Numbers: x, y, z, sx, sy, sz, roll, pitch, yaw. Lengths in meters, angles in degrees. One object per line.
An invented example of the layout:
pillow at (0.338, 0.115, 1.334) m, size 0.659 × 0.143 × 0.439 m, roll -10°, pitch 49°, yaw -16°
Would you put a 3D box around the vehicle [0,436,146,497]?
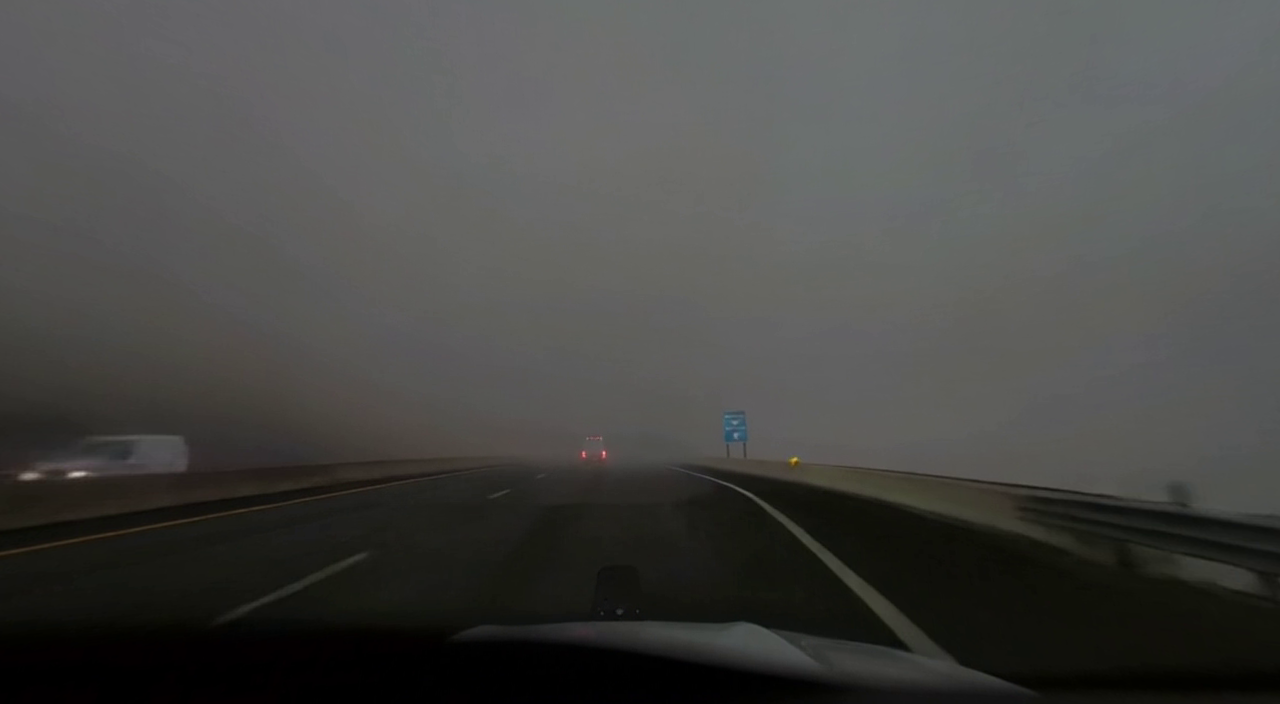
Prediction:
vehicle at (-19.044, 3.740, 20.808) m, size 1.982 × 1.775 × 4.245 m, roll 0°, pitch -9°, yaw -3°
